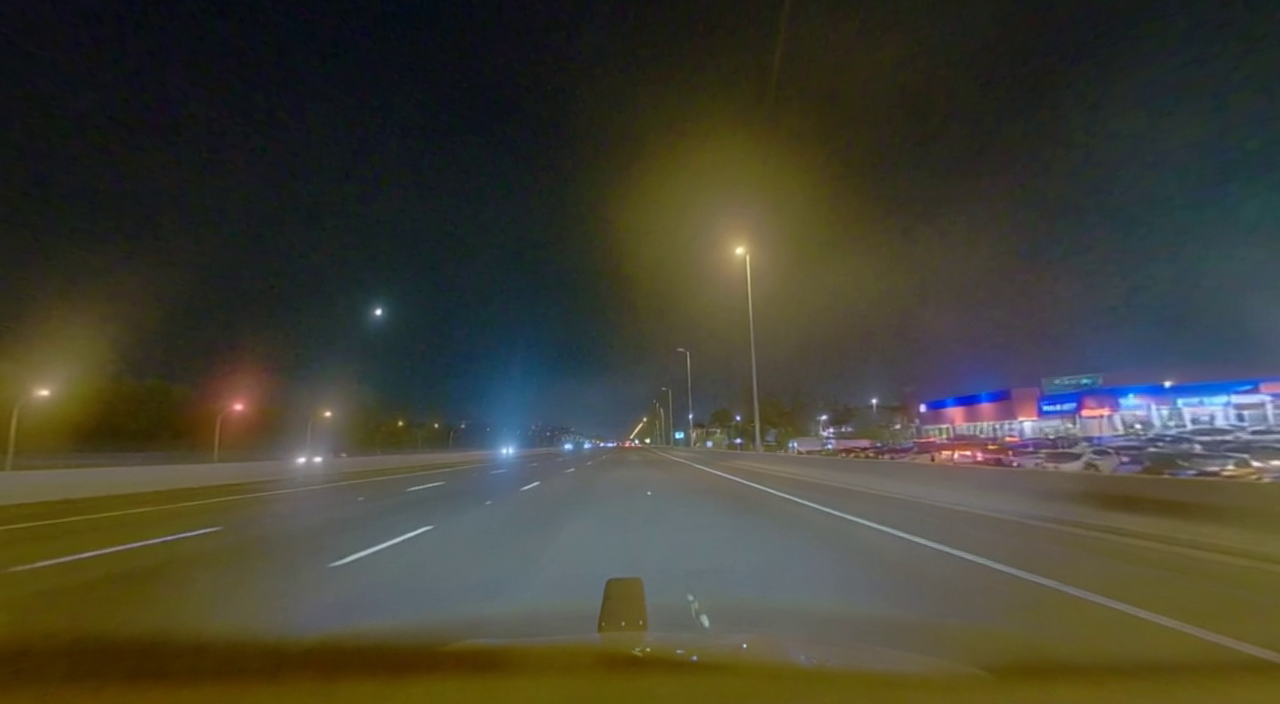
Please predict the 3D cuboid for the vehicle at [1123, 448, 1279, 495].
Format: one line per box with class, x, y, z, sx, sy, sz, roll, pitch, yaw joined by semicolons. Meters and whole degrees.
vehicle;27.053;5.732;30.446;5.531;1.855;2.208;-3;-8;-1
